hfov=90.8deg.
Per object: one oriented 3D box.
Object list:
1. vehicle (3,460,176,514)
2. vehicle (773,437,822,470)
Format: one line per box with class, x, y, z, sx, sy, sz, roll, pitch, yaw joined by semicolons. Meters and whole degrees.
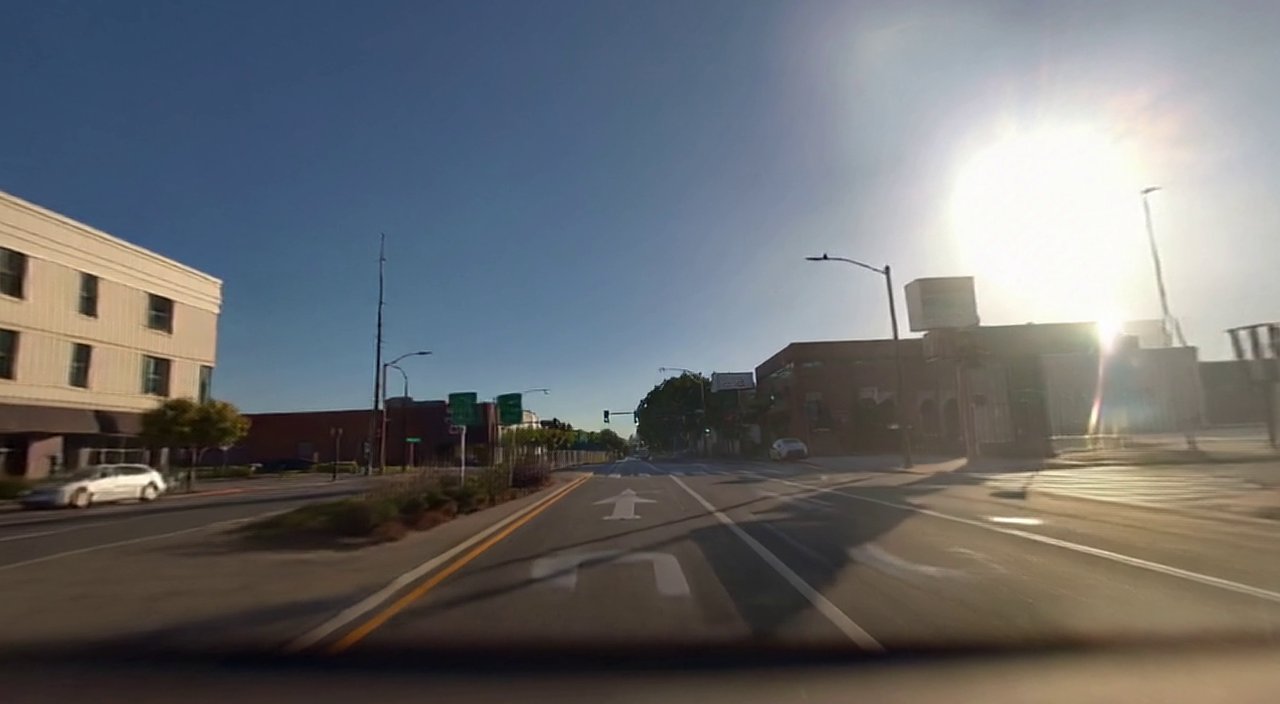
vehicle;-19.419;4.753;22.656;2.010;1.504;4.820;-6;-10;-2
vehicle;9.969;6.496;40.375;2.101;1.957;4.718;-1;-9;3
